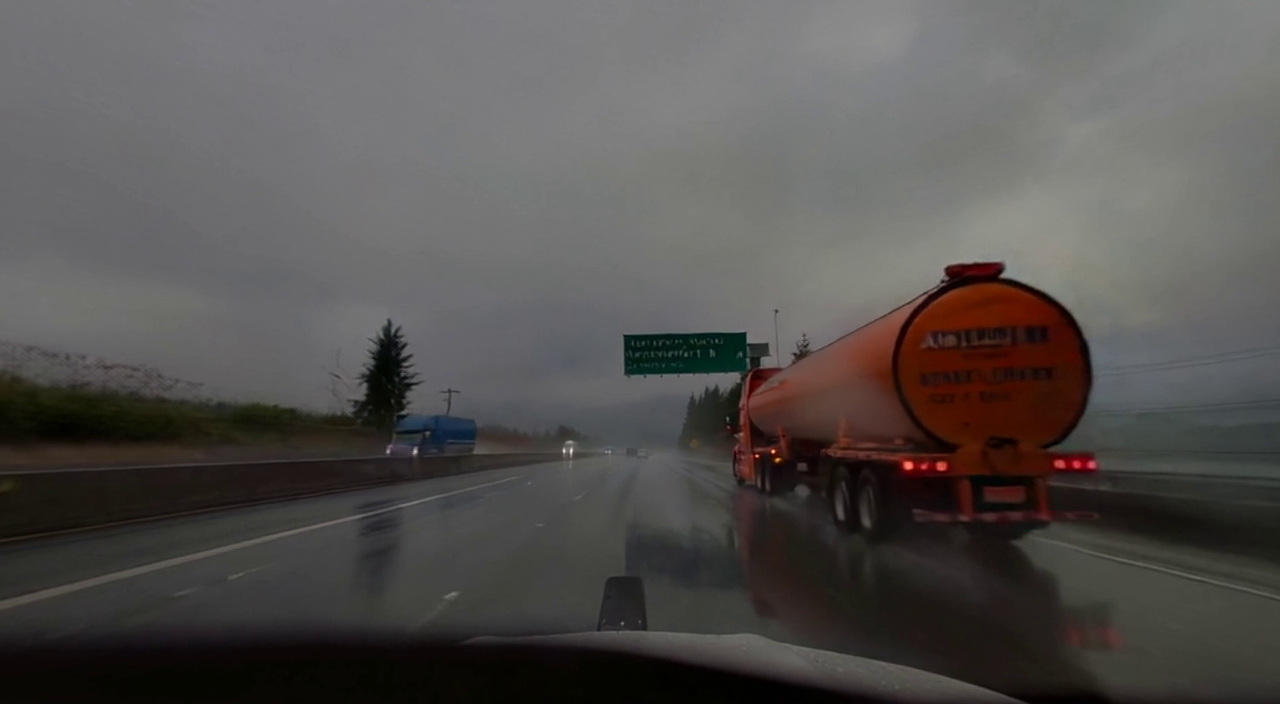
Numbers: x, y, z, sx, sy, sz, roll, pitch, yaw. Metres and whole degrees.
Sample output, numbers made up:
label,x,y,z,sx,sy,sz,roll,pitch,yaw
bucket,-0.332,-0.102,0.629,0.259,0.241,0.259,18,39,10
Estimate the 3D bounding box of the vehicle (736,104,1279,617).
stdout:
label,x,y,z,sx,sy,sz,roll,pitch,yaw
vehicle,4.333,0.969,11.741,2.784,4.080,13.516,-2,-9,-1
